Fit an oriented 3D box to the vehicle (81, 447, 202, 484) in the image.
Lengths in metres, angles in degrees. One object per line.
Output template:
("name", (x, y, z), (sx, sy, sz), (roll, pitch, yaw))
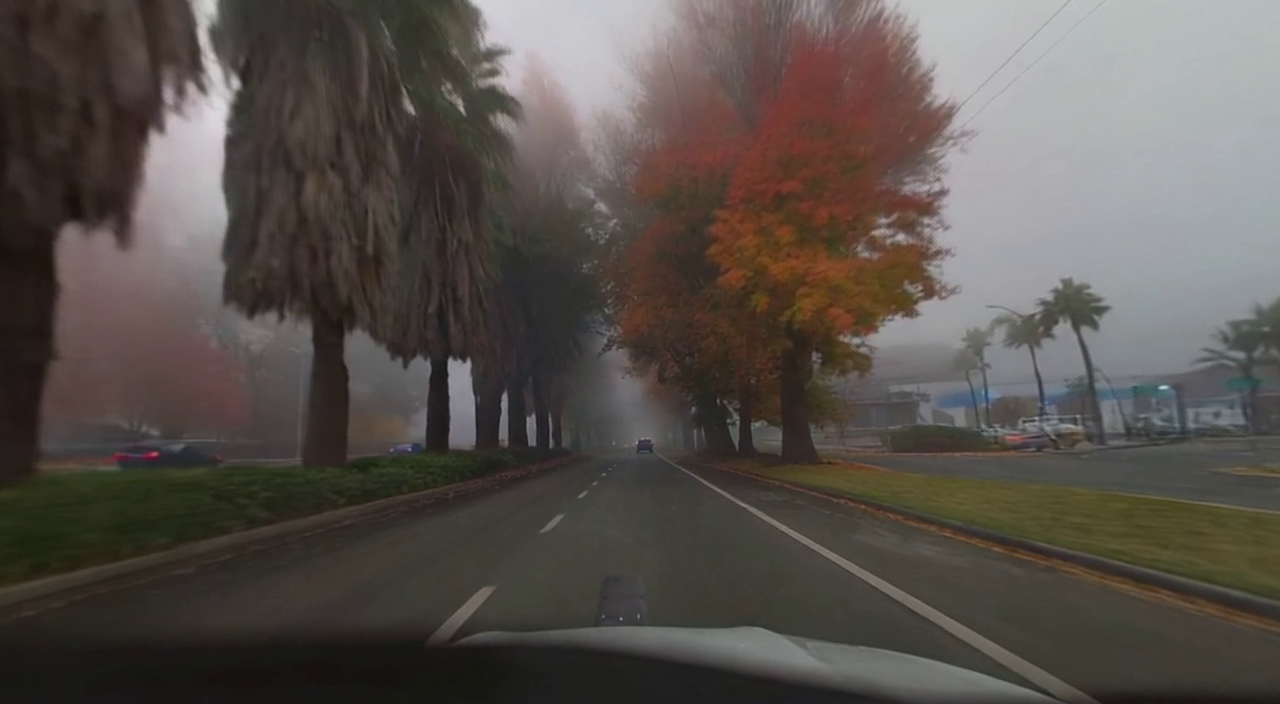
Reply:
("vehicle", (-22.972, 5.222, 29.314), (1.903, 1.510, 4.569), (1, -9, -1))
